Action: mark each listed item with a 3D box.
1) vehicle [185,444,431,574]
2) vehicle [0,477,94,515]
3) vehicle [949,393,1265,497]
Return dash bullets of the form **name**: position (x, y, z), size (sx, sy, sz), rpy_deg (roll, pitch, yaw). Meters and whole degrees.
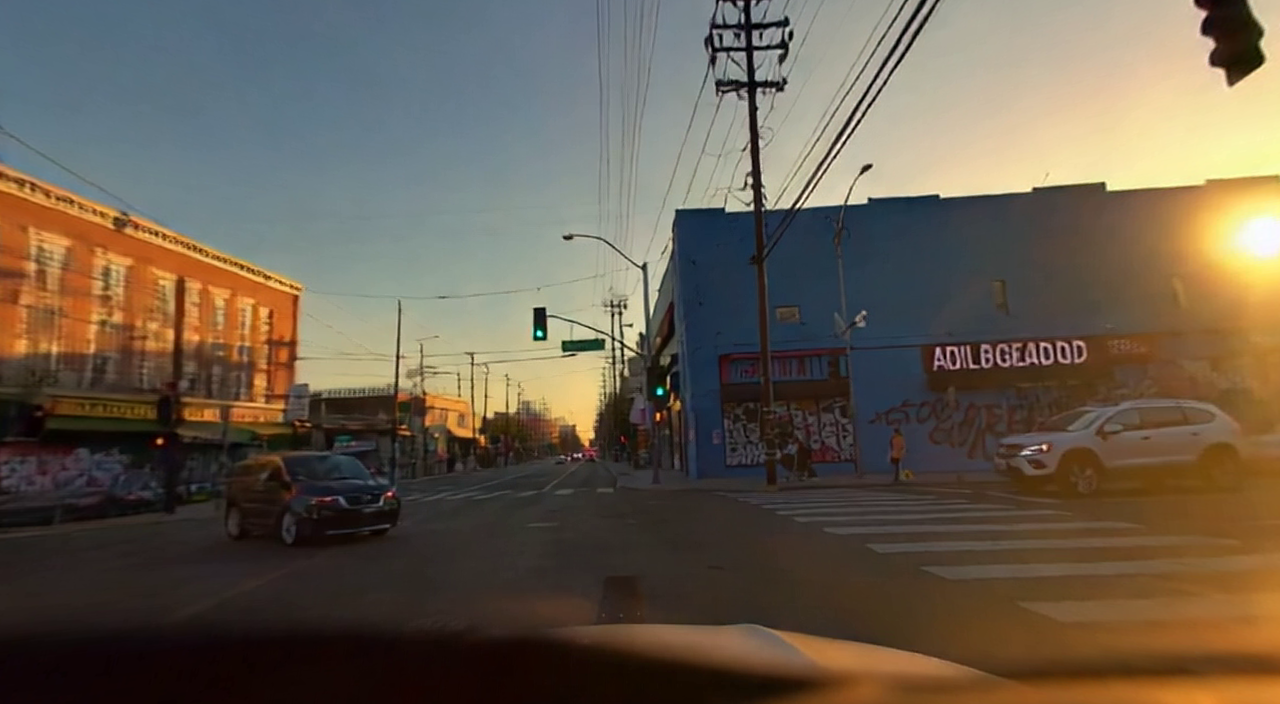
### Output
- **vehicle**: position (-5.186, 2.157, 9.569), size (2.097, 1.457, 4.439), rpy_deg (8, -12, -42)
- **vehicle**: position (-25.402, 6.023, 26.547), size (3.301, 1.369, 1.644), rpy_deg (-1, -9, -5)
- **vehicle**: position (9.747, 1.967, 13.525), size (4.970, 1.972, 2.372), rpy_deg (1, -9, -6)
